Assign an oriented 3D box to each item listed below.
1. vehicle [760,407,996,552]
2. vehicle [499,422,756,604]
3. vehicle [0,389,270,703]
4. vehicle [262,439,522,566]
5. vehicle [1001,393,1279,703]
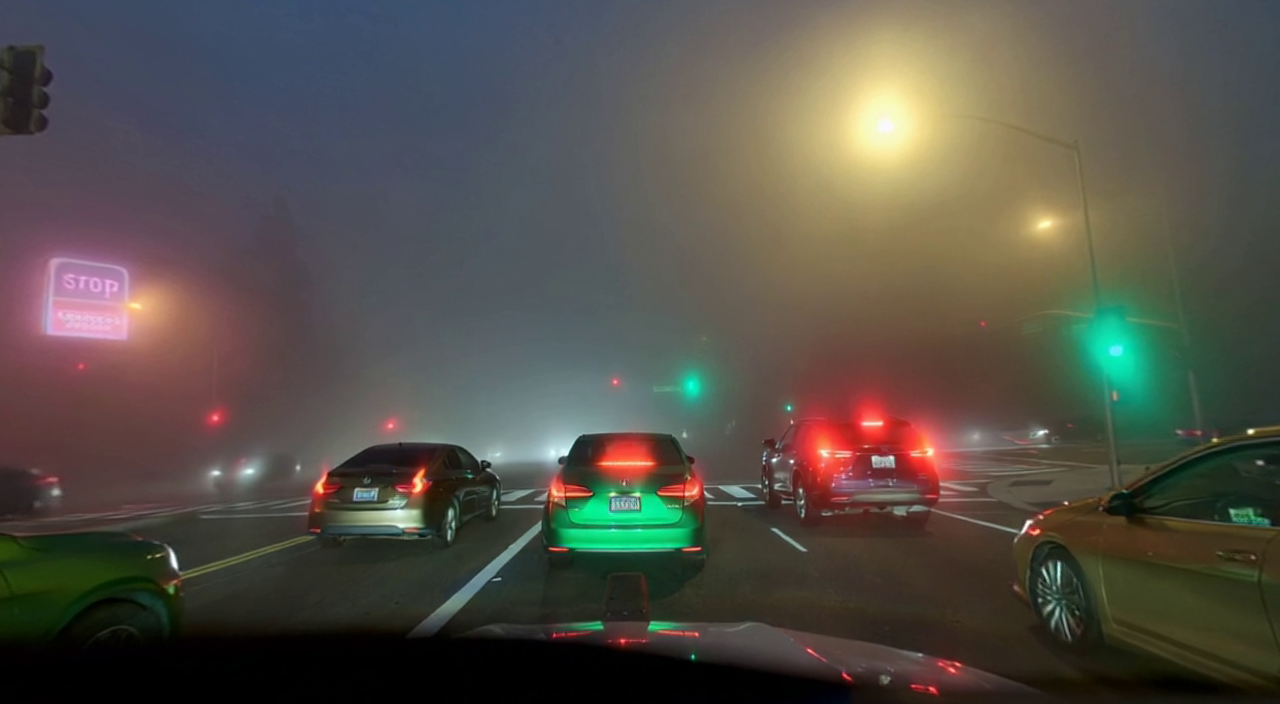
[{"bbox_3d":[3.311,1.863,9.837,1.992,1.744,4.183,0,-8,0],"label":"vehicle"},{"bbox_3d":[-0.132,1.656,7.407,2.140,1.499,4.119,0,-8,-1],"label":"vehicle"},{"bbox_3d":[-3.476,0.845,1.847,2.016,1.547,4.414,0,-8,1],"label":"vehicle"},{"bbox_3d":[-3.306,2.074,9.554,1.995,1.436,4.373,-1,-8,3],"label":"vehicle"},{"bbox_3d":[3.940,0.973,3.105,1.800,1.519,4.198,0,-8,0],"label":"vehicle"}]
